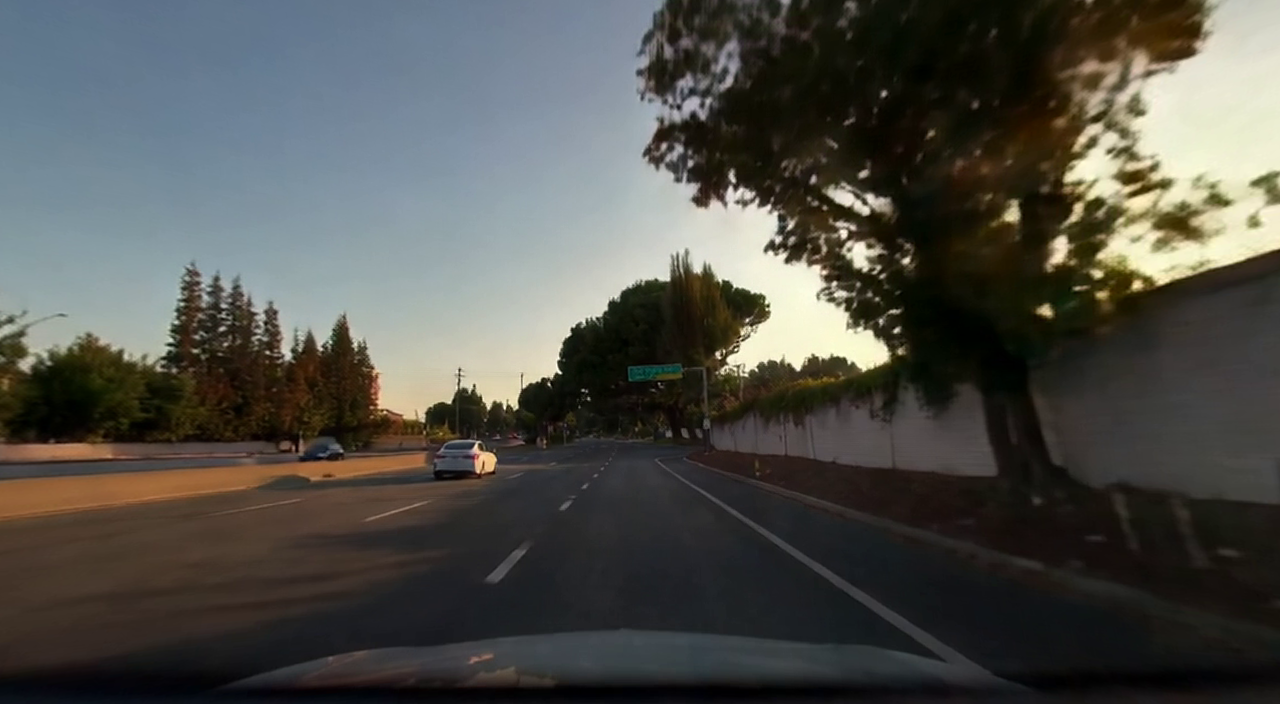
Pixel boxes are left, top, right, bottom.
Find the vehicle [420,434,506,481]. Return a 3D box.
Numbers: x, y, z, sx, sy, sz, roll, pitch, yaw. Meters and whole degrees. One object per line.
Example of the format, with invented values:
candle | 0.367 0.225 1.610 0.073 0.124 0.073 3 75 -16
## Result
vehicle | -7.087 4.276 25.860 2.115 1.711 4.722 0 -8 0
